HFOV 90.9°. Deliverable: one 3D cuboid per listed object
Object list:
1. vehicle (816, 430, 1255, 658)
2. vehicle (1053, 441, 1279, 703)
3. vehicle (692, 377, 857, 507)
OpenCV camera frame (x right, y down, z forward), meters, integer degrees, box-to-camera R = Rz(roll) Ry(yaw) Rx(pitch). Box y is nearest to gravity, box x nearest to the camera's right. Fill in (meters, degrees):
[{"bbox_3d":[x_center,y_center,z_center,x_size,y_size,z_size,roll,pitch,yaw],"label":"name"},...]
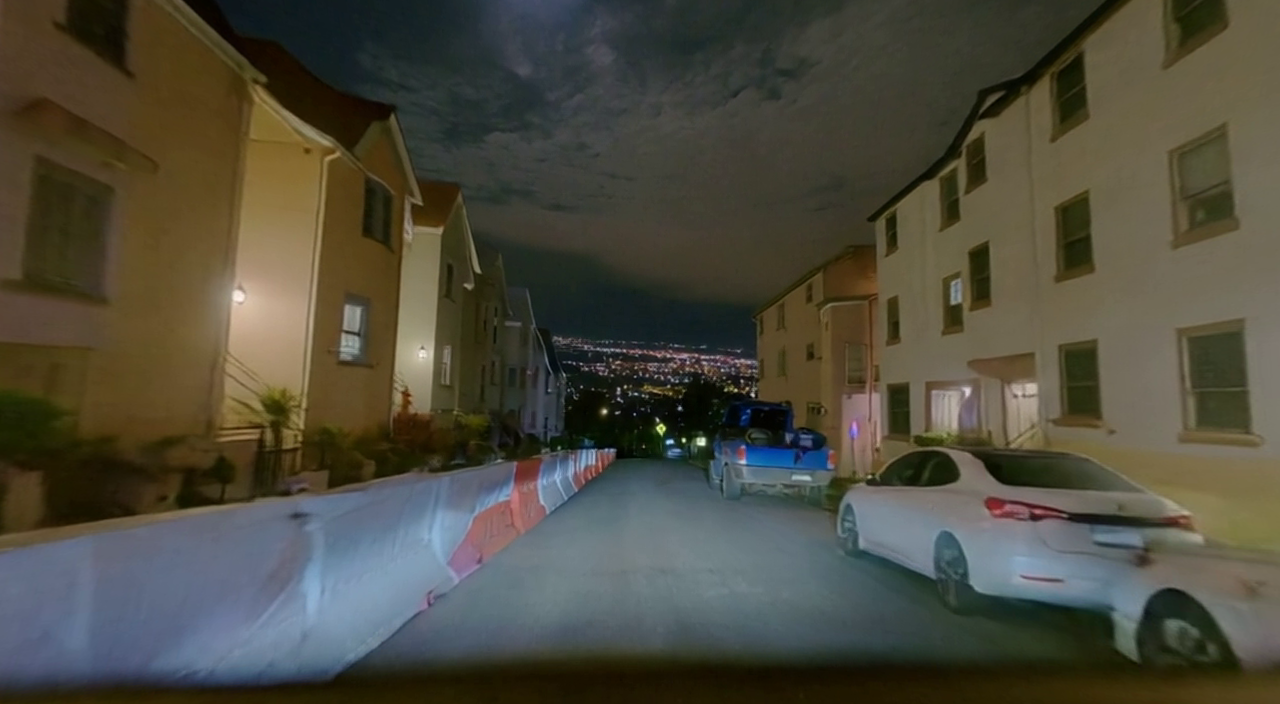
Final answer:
[{"bbox_3d":[3.252,1.577,6.284,1.821,1.530,3.846,0,-8,-1],"label":"vehicle"},{"bbox_3d":[3.414,0.967,1.630,1.805,1.436,4.201,0,-8,0],"label":"vehicle"},{"bbox_3d":[3.164,2.355,16.784,2.879,2.801,6.142,0,-8,-1],"label":"vehicle"}]
